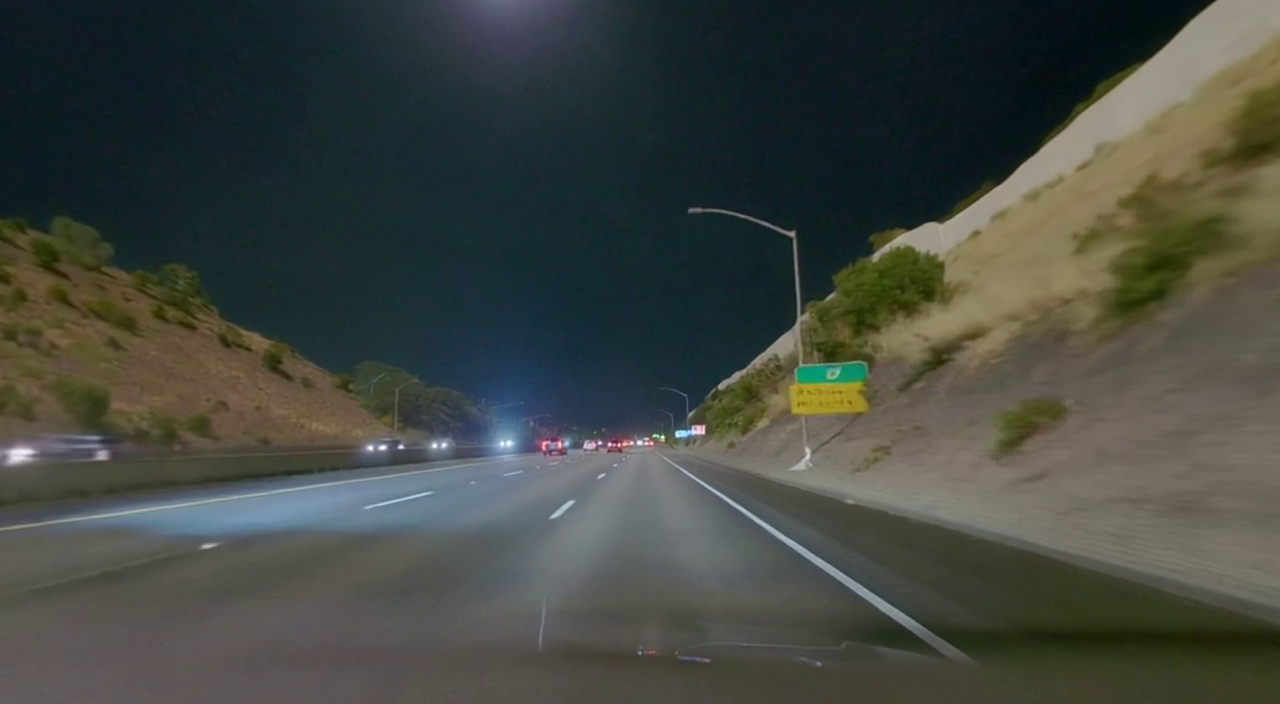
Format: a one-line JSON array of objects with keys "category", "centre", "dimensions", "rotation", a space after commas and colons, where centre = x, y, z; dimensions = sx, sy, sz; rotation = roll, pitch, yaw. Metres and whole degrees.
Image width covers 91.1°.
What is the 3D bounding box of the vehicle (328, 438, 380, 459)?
[{"category": "vehicle", "centre": [-21.221, 7.173, 46.765], "dimensions": [1.857, 1.439, 4.335], "rotation": [0, -8, 0]}]
